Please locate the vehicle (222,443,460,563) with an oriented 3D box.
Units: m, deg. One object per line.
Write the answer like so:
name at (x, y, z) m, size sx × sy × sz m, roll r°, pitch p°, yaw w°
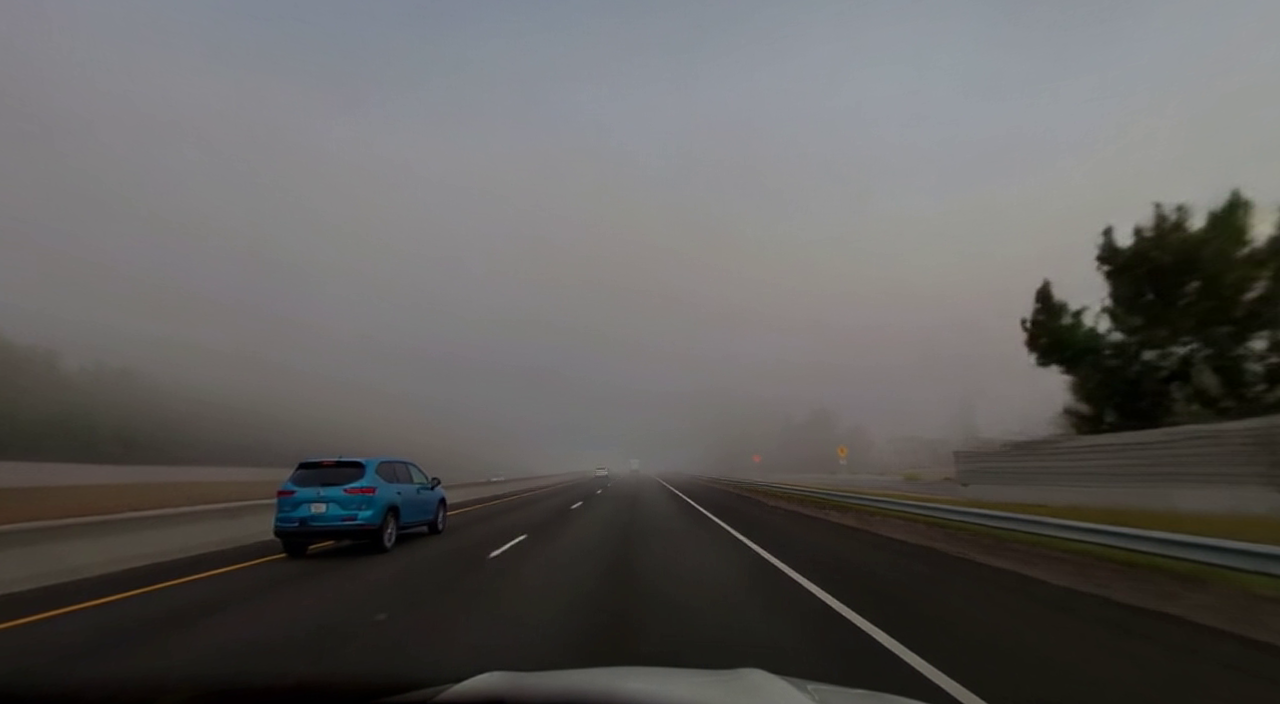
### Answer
vehicle at (-4.506, 2.358, 10.330) m, size 1.914 × 1.534 × 4.015 m, roll 1°, pitch -10°, yaw 0°
